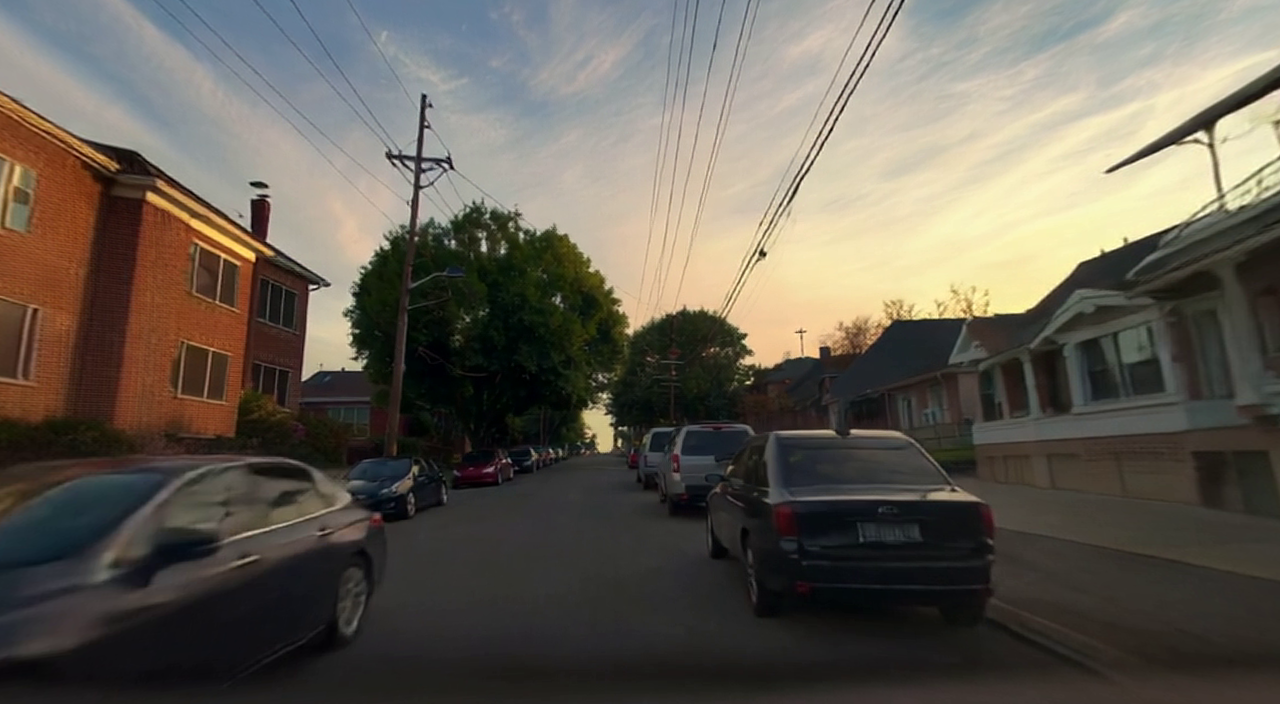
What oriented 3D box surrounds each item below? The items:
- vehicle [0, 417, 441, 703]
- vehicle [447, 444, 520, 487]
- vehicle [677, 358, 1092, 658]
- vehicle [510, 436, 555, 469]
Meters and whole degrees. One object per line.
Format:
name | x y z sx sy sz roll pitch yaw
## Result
vehicle | -2.905 1.247 3.720 2.060 1.525 4.876 0 -8 -2
vehicle | -6.261 4.560 25.846 1.988 1.541 4.686 0 -8 -2
vehicle | 1.670 1.285 6.300 2.032 1.839 4.597 0 -8 -4
vehicle | -6.917 6.538 41.225 2.280 1.953 5.092 0 -8 -3
